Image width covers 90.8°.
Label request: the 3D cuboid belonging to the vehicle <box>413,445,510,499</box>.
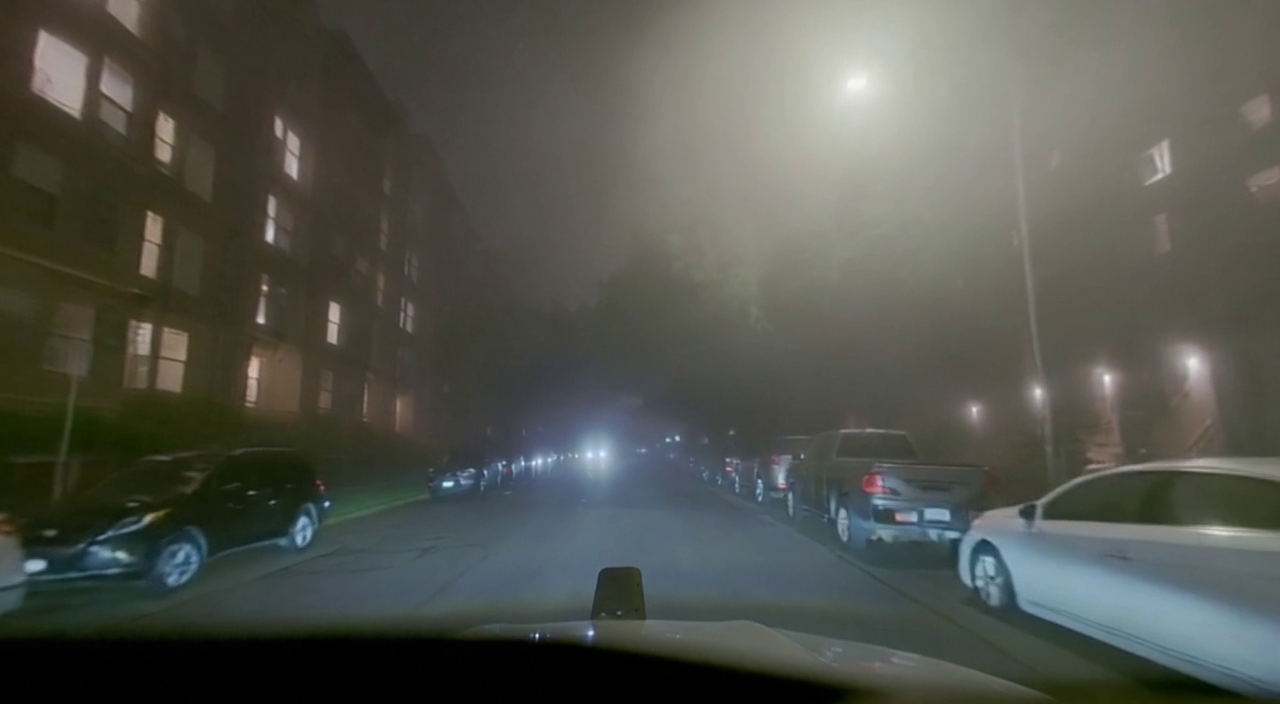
[{"bbox_3d":[-5.435,3.684,19.881,1.647,1.481,4.433,0,-9,2],"label":"vehicle"}]

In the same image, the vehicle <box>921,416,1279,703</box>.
[{"bbox_3d":[3.703,1.225,3.913,1.740,1.527,4.602,0,-9,-1],"label":"vehicle"}]

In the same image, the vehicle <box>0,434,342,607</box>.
[{"bbox_3d":[-5.153,1.762,7.394,1.628,1.504,3.500,0,-9,-1],"label":"vehicle"}]

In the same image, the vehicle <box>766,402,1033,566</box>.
[{"bbox_3d":[3.390,1.846,9.570,1.835,1.809,4.997,0,-9,-1],"label":"vehicle"}]

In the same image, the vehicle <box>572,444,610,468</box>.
[{"bbox_3d":[-3.165,6.804,41.494,1.939,1.504,4.121,-1,-9,3],"label":"vehicle"}]
